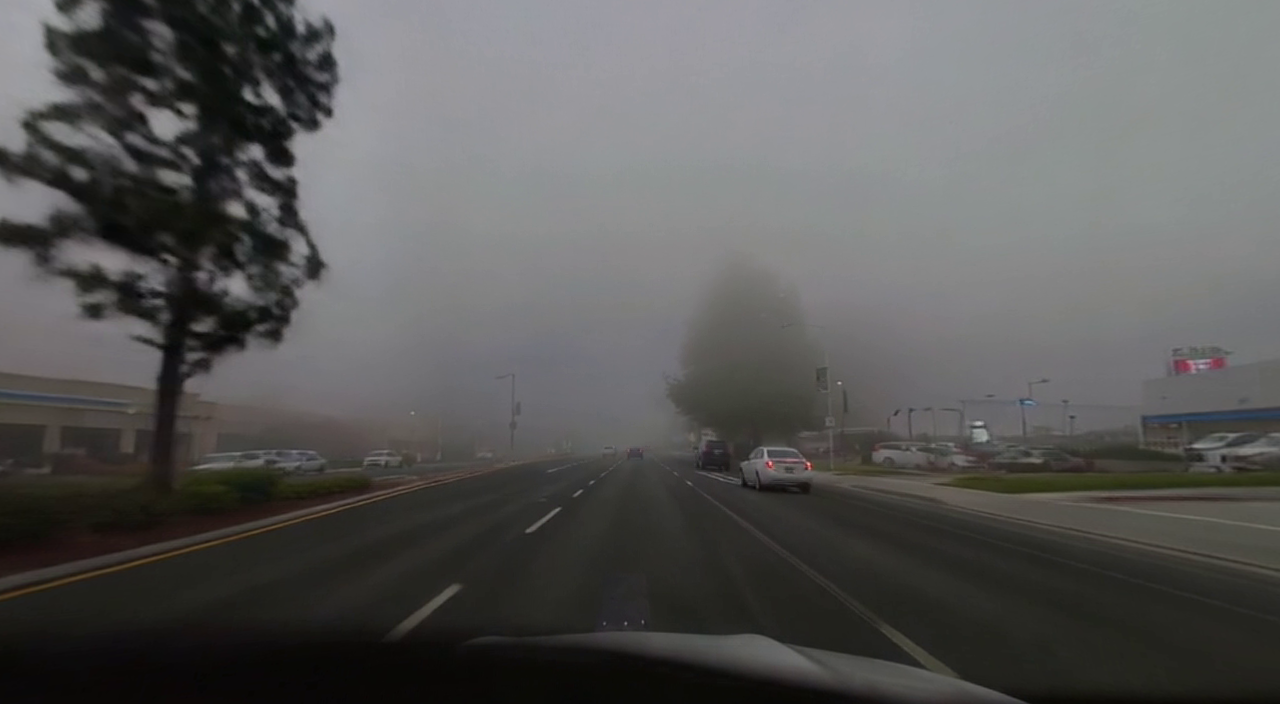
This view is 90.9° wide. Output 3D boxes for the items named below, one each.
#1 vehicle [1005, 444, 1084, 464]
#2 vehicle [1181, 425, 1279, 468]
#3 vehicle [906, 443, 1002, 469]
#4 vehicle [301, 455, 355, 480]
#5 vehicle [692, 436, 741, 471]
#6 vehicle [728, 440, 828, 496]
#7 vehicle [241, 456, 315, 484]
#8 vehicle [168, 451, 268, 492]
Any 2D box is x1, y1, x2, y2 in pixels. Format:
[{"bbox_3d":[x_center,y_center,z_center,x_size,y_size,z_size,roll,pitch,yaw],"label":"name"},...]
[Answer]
[{"bbox_3d":[30.891,7.806,48.213,4.587,1.468,2.153,1,-8,-4],"label":"vehicle"},{"bbox_3d":[31.609,4.851,32.462,5.184,2.130,2.349,0,-8,0],"label":"vehicle"},{"bbox_3d":[18.363,6.083,36.990,4.502,1.459,2.082,0,-8,-3],"label":"vehicle"},{"bbox_3d":[-22.835,8.429,46.342,1.822,1.551,4.295,-3,-8,-1],"label":"vehicle"},{"bbox_3d":[4.413,5.968,37.108,2.140,1.921,4.431,0,-8,-2],"label":"vehicle"},{"bbox_3d":[3.966,3.401,18.935,1.916,1.459,4.335,0,-8,-2],"label":"vehicle"},{"bbox_3d":[-22.783,7.397,39.887,1.833,1.534,4.821,0,-8,-1],"label":"vehicle"},{"bbox_3d":[-22.475,6.322,33.830,2.058,1.837,4.990,-3,-8,-2],"label":"vehicle"}]
